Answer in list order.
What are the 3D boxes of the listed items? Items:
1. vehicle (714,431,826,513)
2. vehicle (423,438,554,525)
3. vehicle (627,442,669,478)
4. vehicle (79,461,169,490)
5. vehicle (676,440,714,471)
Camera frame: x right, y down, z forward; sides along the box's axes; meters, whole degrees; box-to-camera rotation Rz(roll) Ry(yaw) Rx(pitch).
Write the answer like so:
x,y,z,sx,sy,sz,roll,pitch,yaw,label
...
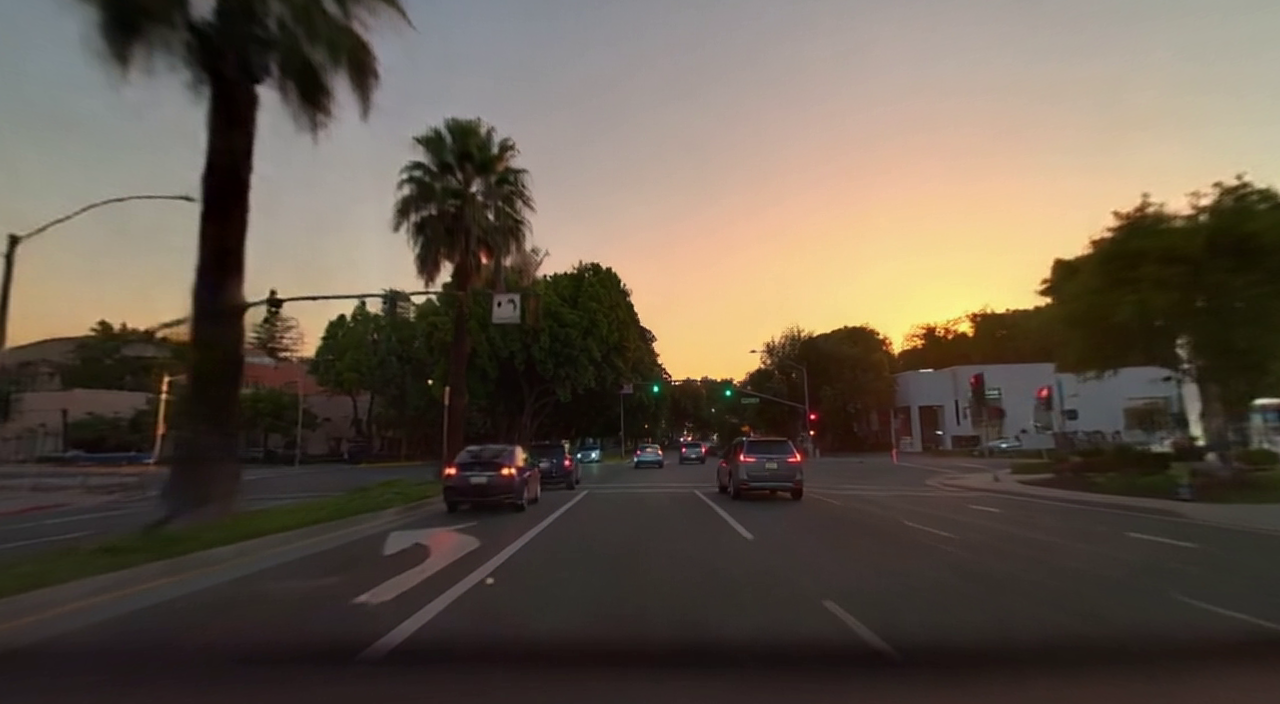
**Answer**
x,y,z,sx,sy,sz,roll,pitch,yaw,label
3.037,2.879,15.560,1.872,1.752,3.896,0,-9,-1,vehicle
-3.121,2.740,13.940,1.788,1.600,4.298,0,-9,0,vehicle
0.371,5.459,32.106,1.991,1.664,3.814,0,-9,0,vehicle
-31.431,7.542,38.460,3.811,1.628,1.920,-1,-9,1,vehicle
3.680,7.021,43.051,2.154,1.975,4.634,0,-9,-1,vehicle
